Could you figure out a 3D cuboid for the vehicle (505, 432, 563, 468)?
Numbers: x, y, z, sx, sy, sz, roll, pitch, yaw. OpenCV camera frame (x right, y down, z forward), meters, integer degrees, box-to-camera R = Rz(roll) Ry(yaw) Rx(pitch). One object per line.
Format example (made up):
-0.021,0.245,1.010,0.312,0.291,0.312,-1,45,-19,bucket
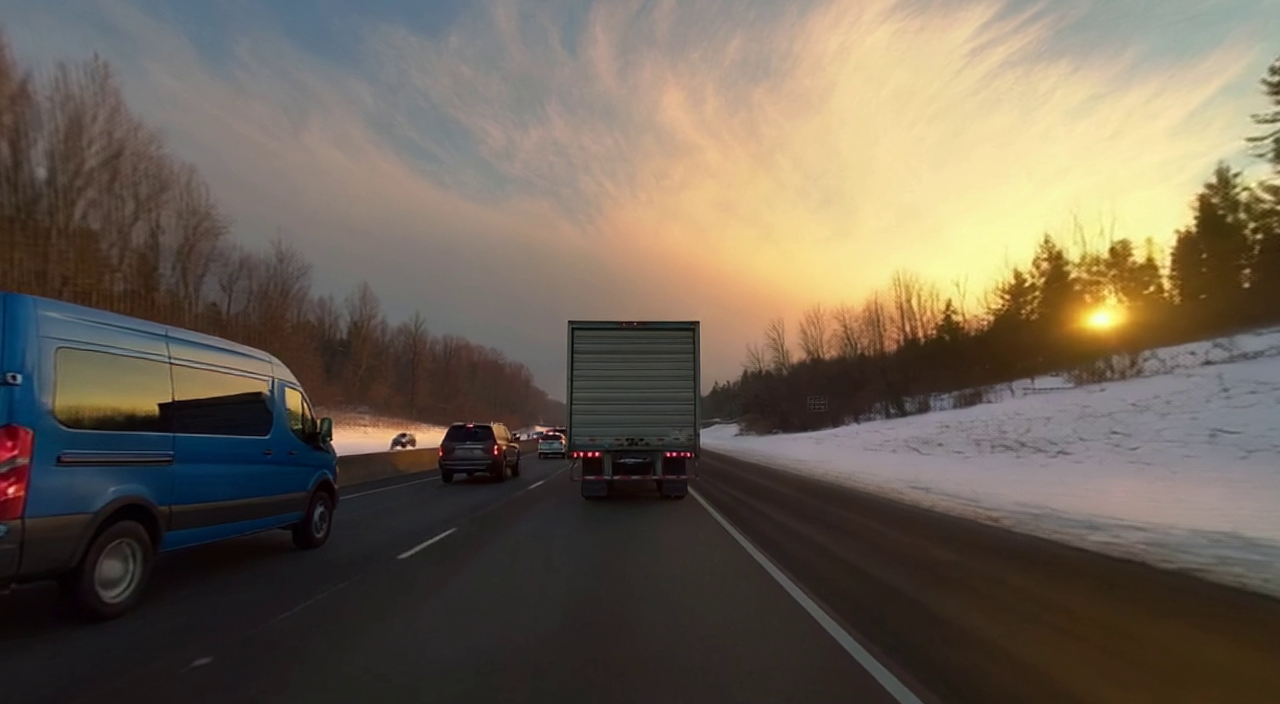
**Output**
-4.869,4.521,29.420,1.931,1.539,4.441,0,-8,0,vehicle

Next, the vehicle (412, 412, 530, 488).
-4.885,2.916,19.095,2.168,1.985,4.952,0,-8,0,vehicle

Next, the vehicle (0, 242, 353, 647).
-5.267,0.860,6.012,2.478,2.515,5.438,0,-8,-1,vehicle

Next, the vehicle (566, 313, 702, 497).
-0.221,1.805,18.864,2.953,4.041,10.072,0,-8,-1,vehicle
